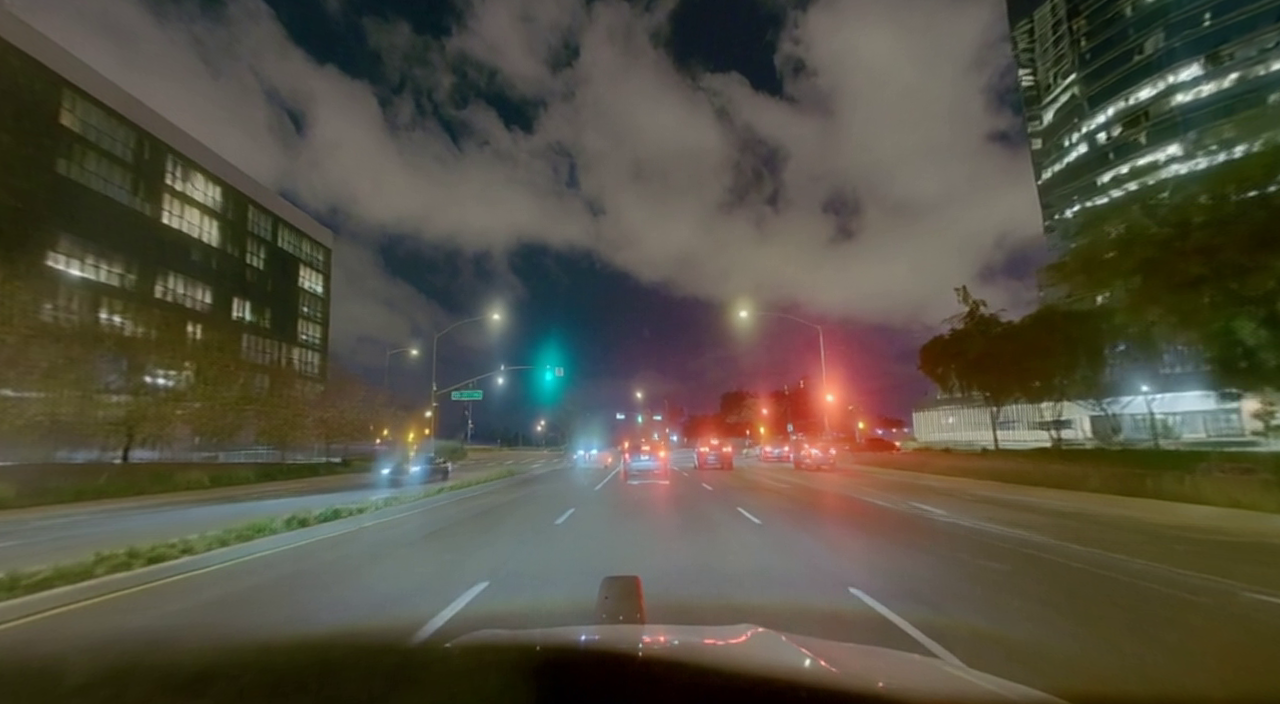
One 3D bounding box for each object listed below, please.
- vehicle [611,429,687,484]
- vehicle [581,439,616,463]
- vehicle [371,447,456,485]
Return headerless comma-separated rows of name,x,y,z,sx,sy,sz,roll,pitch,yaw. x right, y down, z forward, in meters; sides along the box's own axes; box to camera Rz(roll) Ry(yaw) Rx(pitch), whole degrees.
vehicle,0.307,3.930,23.838,2.601,1.878,4.535,0,-9,0
vehicle,-2.850,7.003,44.494,2.103,1.569,3.861,0,-9,2
vehicle,-10.097,5.091,28.476,1.967,1.552,4.536,0,-9,3
